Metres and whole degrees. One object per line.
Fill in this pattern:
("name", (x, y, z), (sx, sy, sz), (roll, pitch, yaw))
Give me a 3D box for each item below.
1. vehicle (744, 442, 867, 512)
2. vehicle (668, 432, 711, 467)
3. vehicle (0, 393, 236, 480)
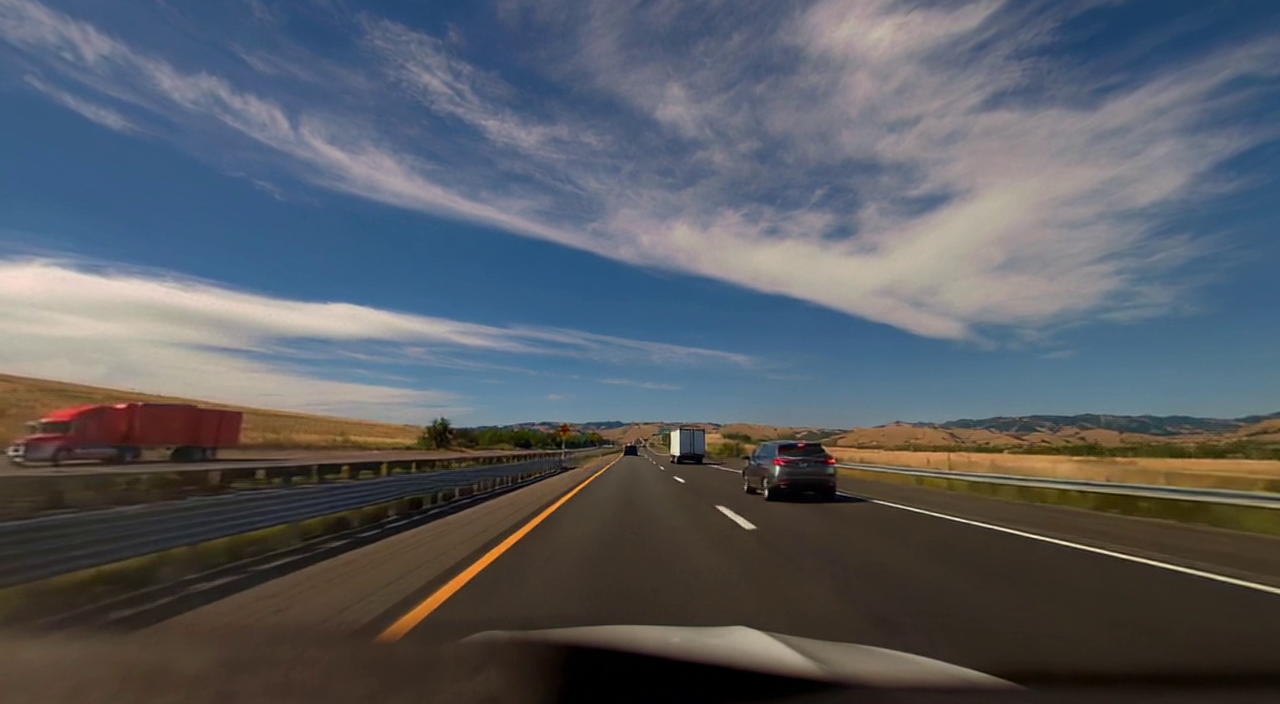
("vehicle", (3.852, 2.969, 15.335), (1.836, 1.459, 3.766), (0, -9, -2))
("vehicle", (3.791, 7.645, 49.293), (2.597, 2.593, 5.984), (0, -9, -2))
("vehicle", (-30.633, 5.387, 38.657), (3.029, 4.123, 16.728), (0, -9, -9))
